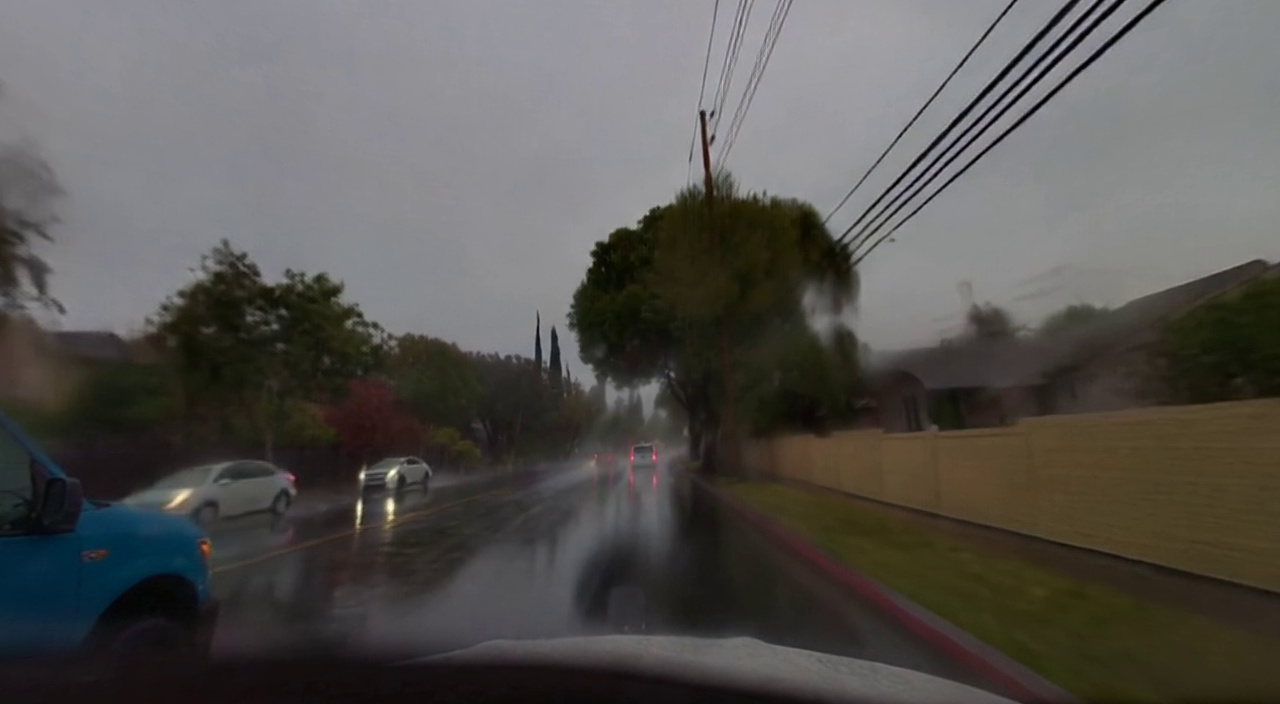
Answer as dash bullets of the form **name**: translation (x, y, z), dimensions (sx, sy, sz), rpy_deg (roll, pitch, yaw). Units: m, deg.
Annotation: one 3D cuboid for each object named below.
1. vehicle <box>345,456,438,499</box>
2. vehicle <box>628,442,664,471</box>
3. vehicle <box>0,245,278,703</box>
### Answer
- **vehicle**: translation (-9.991, 5.065, 25.761), dimensions (2.005, 1.471, 4.330), rpy_deg (-3, -9, 1)
- **vehicle**: translation (0.393, 6.544, 39.603), dimensions (2.120, 1.718, 3.909), rpy_deg (0, -9, 1)
- **vehicle**: translation (-3.541, 0.499, 1.024), dimensions (2.336, 2.152, 5.866), rpy_deg (0, -9, 1)
